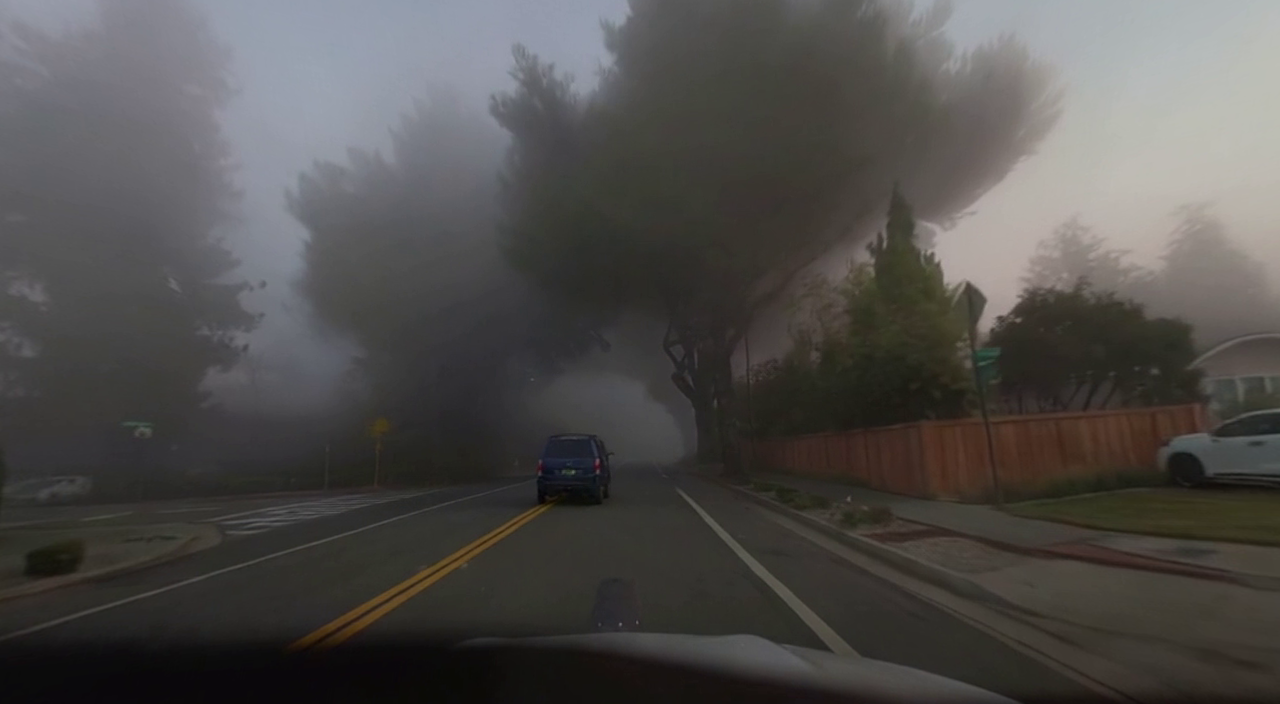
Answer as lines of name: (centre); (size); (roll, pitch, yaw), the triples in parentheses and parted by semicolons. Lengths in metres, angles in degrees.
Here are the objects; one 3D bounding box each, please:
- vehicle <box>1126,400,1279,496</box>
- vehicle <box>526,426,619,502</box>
vehicle: (9.474, 1.312, 8.570); (1.922, 1.263, 4.664); (1, -8, -3)
vehicle: (-1.905, 3.373, 19.499); (2.210, 2.023, 4.663); (0, -8, 2)
